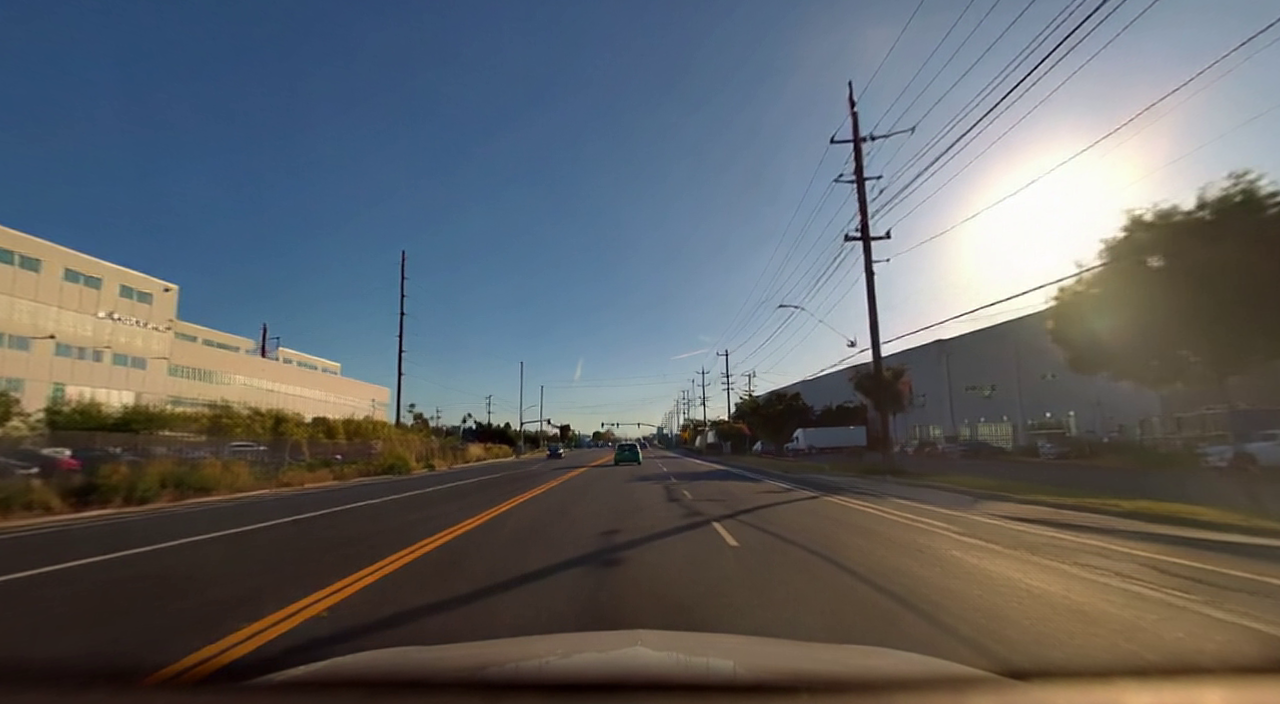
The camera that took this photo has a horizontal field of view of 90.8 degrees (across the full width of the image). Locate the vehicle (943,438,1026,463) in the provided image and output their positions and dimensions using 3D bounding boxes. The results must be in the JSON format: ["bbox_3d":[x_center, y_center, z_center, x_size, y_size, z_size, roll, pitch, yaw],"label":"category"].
[{"bbox_3d":[24.856,7.129,45.745,4.805,1.781,1.974,0,-8,0],"label":"vehicle"}]

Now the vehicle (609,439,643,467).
[{"bbox_3d":[-0.801,6.095,38.191,1.937,1.588,3.746,0,-8,0],"label":"vehicle"}]
